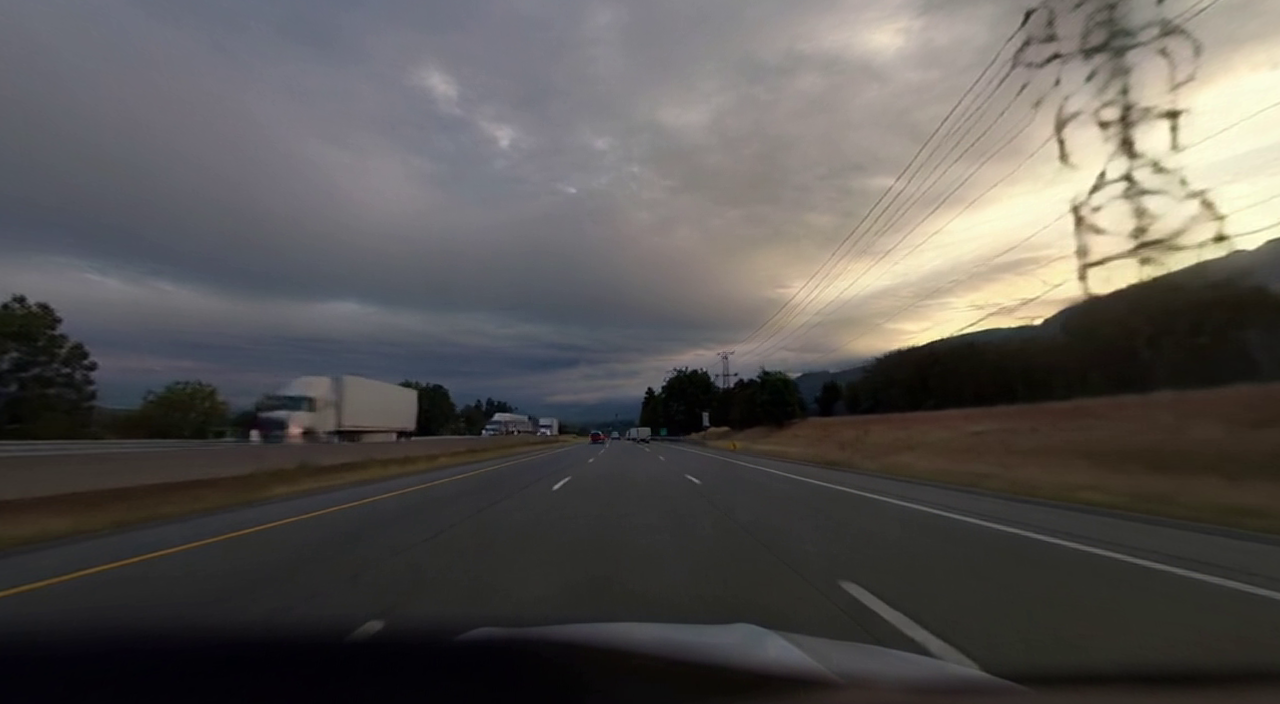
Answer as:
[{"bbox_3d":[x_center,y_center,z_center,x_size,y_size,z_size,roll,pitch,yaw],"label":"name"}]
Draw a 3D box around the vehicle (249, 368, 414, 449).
[{"bbox_3d":[-17.495,3.633,37.525,3.576,3.966,13.138,0,-8,-2],"label":"vehicle"}]
